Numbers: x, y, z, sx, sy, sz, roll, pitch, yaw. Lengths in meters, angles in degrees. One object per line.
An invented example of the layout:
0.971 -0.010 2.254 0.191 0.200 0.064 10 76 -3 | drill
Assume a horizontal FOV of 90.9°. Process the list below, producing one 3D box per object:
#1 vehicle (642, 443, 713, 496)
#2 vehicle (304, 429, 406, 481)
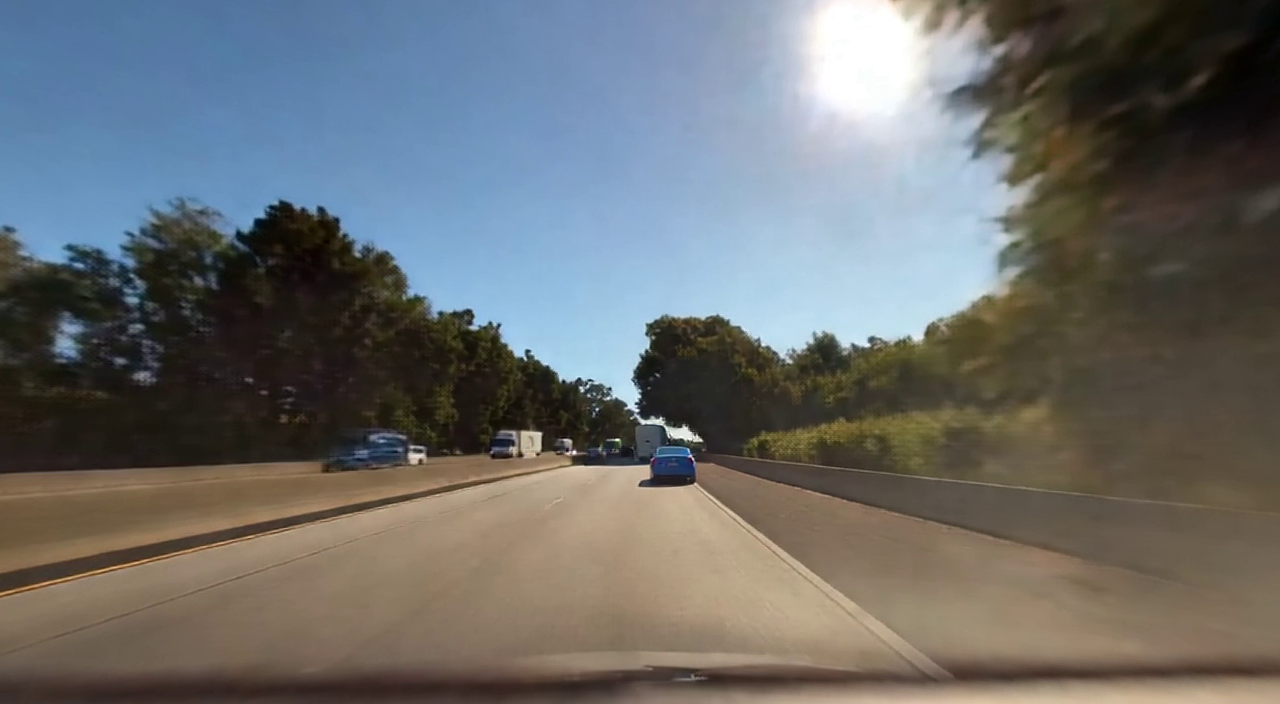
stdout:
1.069 3.643 19.904 2.012 1.485 3.649 0 -9 0 | vehicle
-16.683 6.089 37.535 2.484 2.759 7.316 0 -9 1 | vehicle
